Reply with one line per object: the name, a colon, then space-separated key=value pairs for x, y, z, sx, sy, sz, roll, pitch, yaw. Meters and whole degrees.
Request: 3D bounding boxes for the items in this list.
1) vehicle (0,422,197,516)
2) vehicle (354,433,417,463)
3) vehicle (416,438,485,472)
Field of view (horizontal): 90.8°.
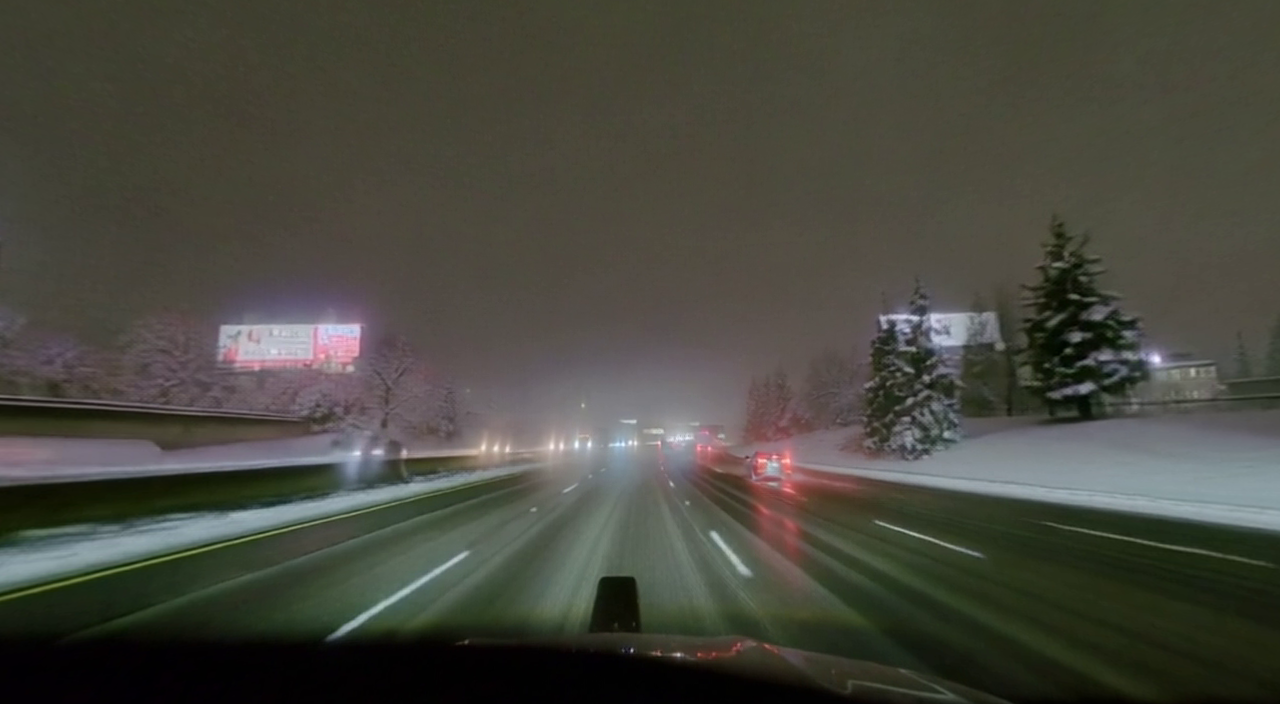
vehicle: x=-12.094 y=2.439 z=13.582 sx=1.908 sy=1.673 sz=4.368 roll=0 pitch=-9 yaw=0
vehicle: x=-18.846 y=7.130 z=47.076 sx=2.235 sy=2.061 sz=5.495 roll=0 pitch=-9 yaw=2
vehicle: x=-9.447 y=5.167 z=31.928 sx=2.063 sy=1.553 sz=4.370 roll=0 pitch=-9 yaw=1
